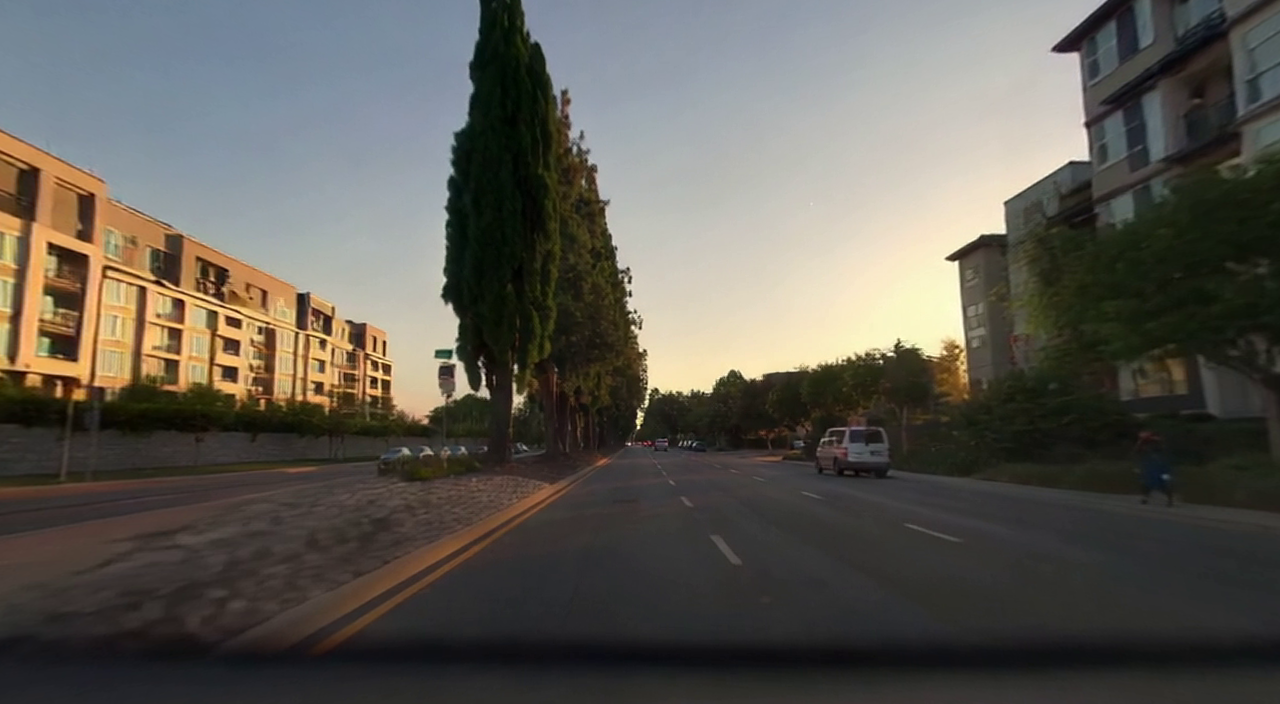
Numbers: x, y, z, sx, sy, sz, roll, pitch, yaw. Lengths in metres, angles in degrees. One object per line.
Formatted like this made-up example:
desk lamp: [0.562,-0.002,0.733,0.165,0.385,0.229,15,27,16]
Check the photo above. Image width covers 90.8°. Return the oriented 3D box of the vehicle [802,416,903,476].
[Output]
vehicle: [9.836,4.466,29.953,2.456,2.534,5.930,1,-8,-3]
